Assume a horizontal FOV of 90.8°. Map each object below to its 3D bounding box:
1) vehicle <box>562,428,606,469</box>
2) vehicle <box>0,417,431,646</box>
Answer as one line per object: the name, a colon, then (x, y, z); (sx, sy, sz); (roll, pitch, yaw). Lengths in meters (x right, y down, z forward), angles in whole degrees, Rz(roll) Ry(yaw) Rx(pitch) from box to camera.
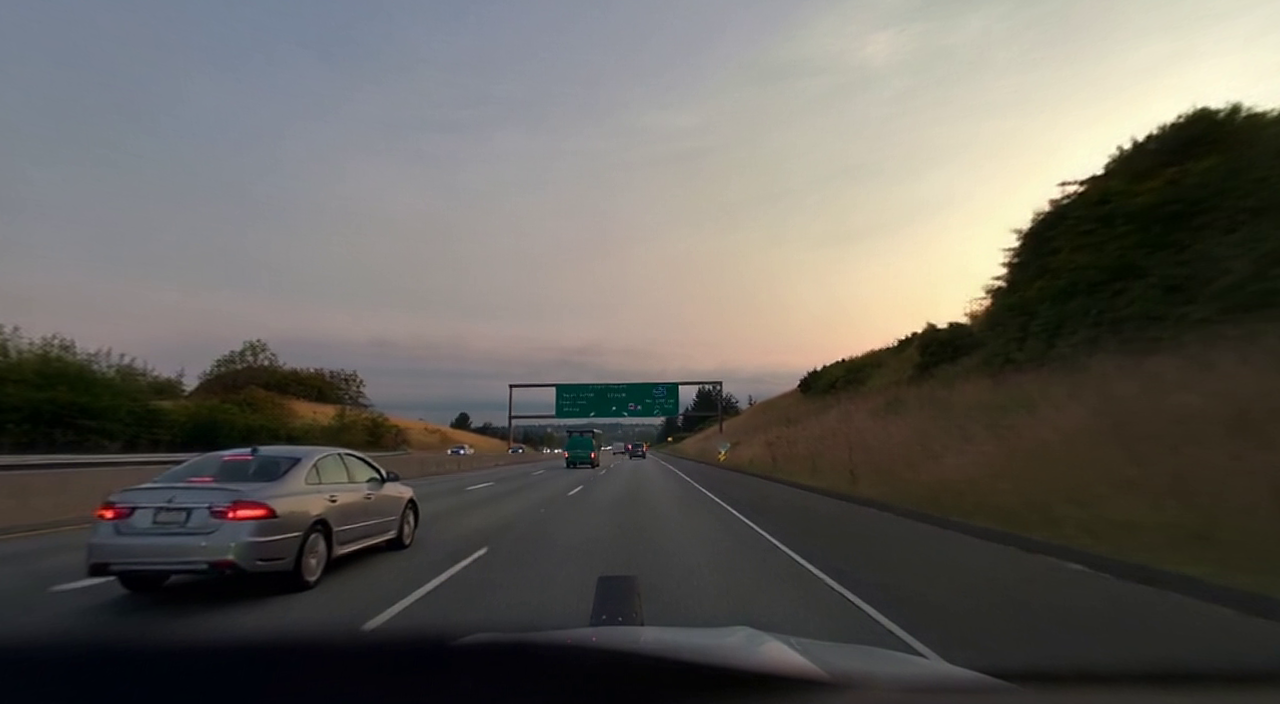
vehicle: (-3.546, 6.229, 40.850); (2.290, 2.453, 5.561); (0, -9, 1)
vehicle: (-3.643, 1.446, 6.029); (1.924, 1.436, 3.915); (0, -9, 0)
